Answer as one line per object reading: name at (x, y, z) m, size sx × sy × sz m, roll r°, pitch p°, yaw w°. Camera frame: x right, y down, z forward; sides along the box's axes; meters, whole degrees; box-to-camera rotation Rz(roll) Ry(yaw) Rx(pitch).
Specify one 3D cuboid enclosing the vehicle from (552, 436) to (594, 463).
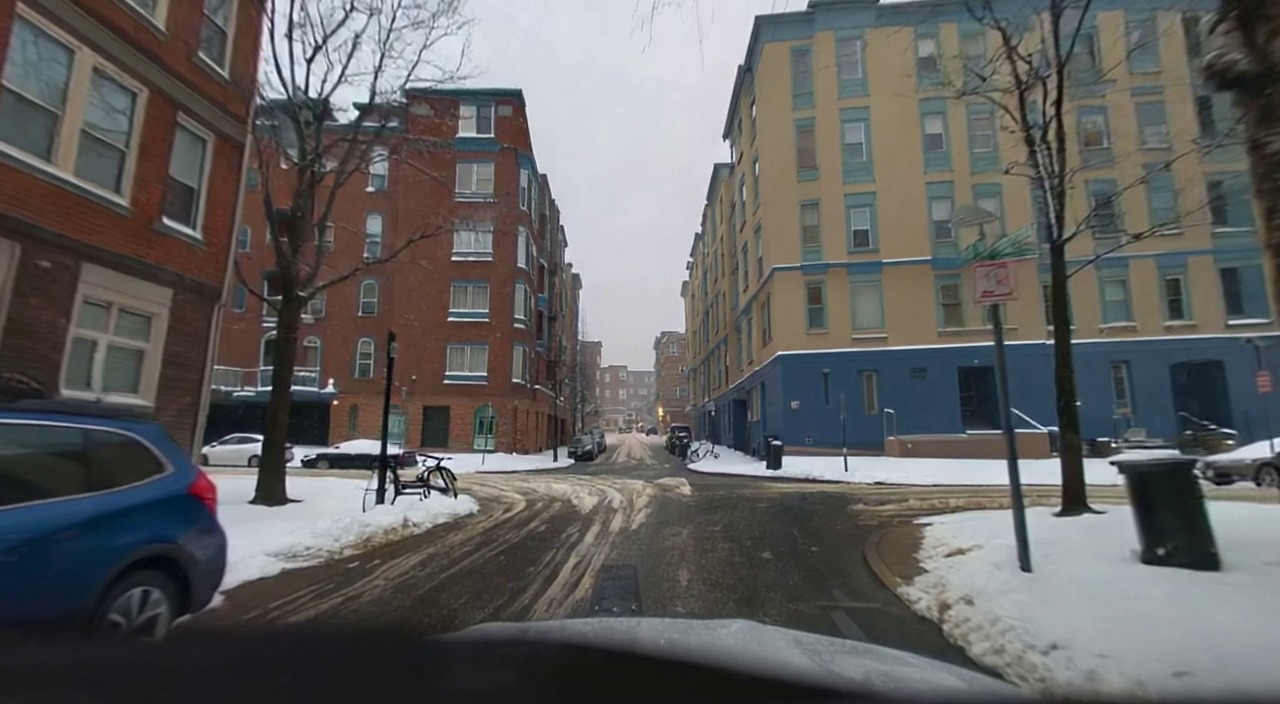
vehicle at (-3.818, 5.594, 36.354) m, size 1.897 × 1.431 × 3.741 m, roll -1°, pitch -8°, yaw 1°

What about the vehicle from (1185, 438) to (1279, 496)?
vehicle at (17.753, 3.147, 17.440) m, size 3.414 × 1.519 × 1.719 m, roll -2°, pitch -8°, yaw 14°

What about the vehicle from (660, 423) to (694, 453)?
vehicle at (2.635, 6.222, 45.398) m, size 2.072 × 2.074 × 4.358 m, roll 0°, pitch -8°, yaw -2°

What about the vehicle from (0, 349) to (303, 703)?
vehicle at (-3.357, 0.830, 2.297) m, size 1.832 × 1.683 × 4.396 m, roll 0°, pitch -8°, yaw -1°
